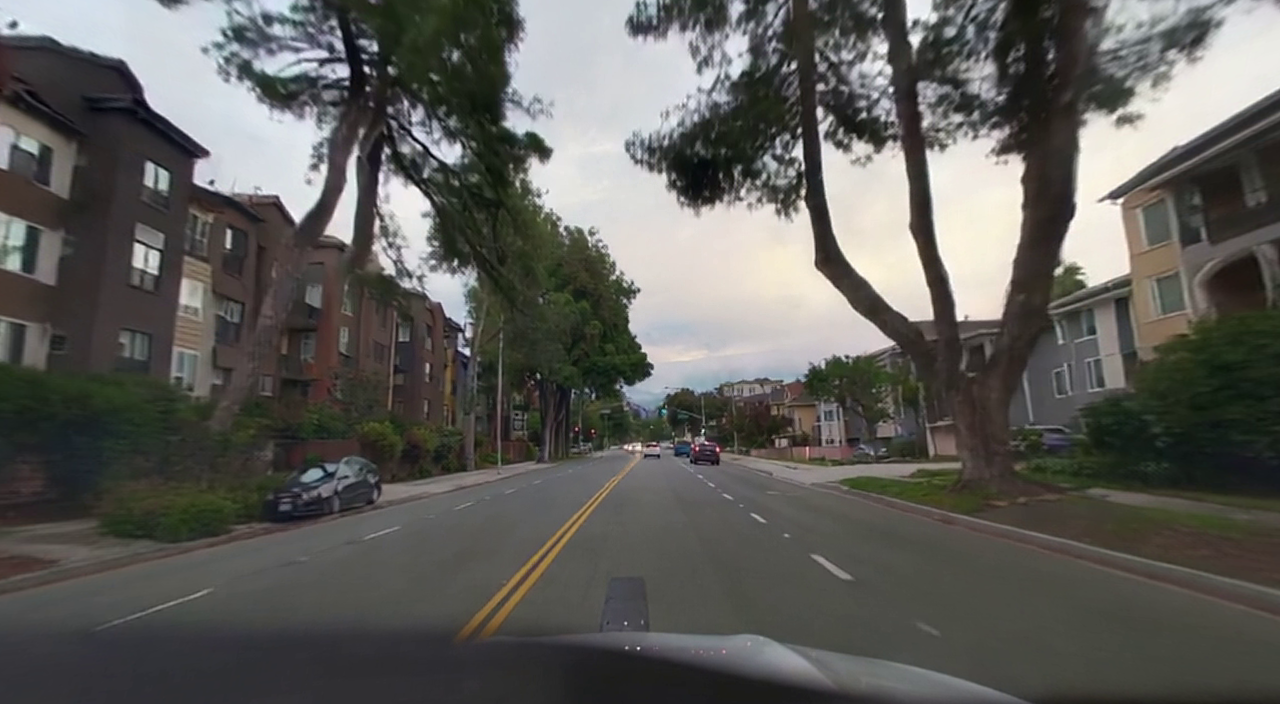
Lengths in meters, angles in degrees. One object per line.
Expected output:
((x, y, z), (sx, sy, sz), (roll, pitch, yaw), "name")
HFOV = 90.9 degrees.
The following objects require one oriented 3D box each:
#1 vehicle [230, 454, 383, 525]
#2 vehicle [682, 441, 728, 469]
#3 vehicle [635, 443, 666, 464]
((-9.380, 3.838, 18.221), (1.933, 1.498, 4.446), (-4, -7, 1), "vehicle")
((3.702, 6.022, 36.904), (2.078, 1.488, 4.741), (0, -9, -1), "vehicle")
((0.730, 7.415, 46.144), (2.097, 1.463, 4.043), (-1, -9, 0), "vehicle")
